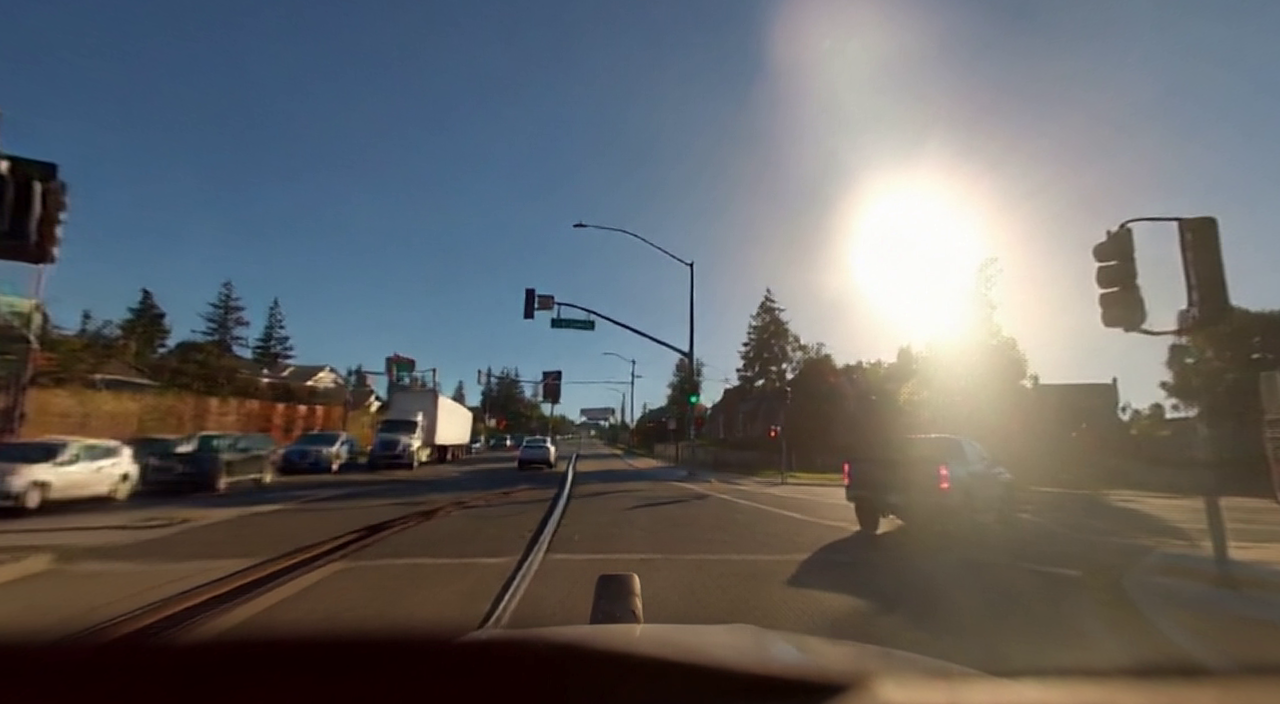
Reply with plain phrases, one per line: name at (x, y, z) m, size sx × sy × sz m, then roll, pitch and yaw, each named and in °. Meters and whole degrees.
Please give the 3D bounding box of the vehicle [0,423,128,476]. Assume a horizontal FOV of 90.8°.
vehicle at (-19.013, 3.044, 20.058) m, size 1.908 × 1.482 × 4.621 m, roll 2°, pitch -8°, yaw -6°

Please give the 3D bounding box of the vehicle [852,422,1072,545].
vehicle at (6.661, 2.471, 12.753) m, size 2.404 × 1.926 × 5.251 m, roll -7°, pitch -11°, yaw 44°

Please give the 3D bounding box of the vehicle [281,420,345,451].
vehicle at (-21.635, 5.583, 42.000) m, size 1.972 × 1.898 × 4.620 m, roll 1°, pitch -8°, yaw -4°

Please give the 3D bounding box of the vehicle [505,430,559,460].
vehicle at (-5.697, 4.958, 33.808) m, size 2.004 × 1.482 × 4.799 m, roll 1°, pitch -8°, yaw 0°

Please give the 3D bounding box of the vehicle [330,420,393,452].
vehicle at (-17.265, 5.259, 39.460) m, size 2.013 × 1.787 × 4.823 m, roll 1°, pitch -8°, yaw -4°

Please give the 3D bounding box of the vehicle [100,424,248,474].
vehicle at (-15.261, 3.195, 21.045) m, size 1.864 × 1.456 × 4.409 m, roll 2°, pitch -8°, yaw -5°
